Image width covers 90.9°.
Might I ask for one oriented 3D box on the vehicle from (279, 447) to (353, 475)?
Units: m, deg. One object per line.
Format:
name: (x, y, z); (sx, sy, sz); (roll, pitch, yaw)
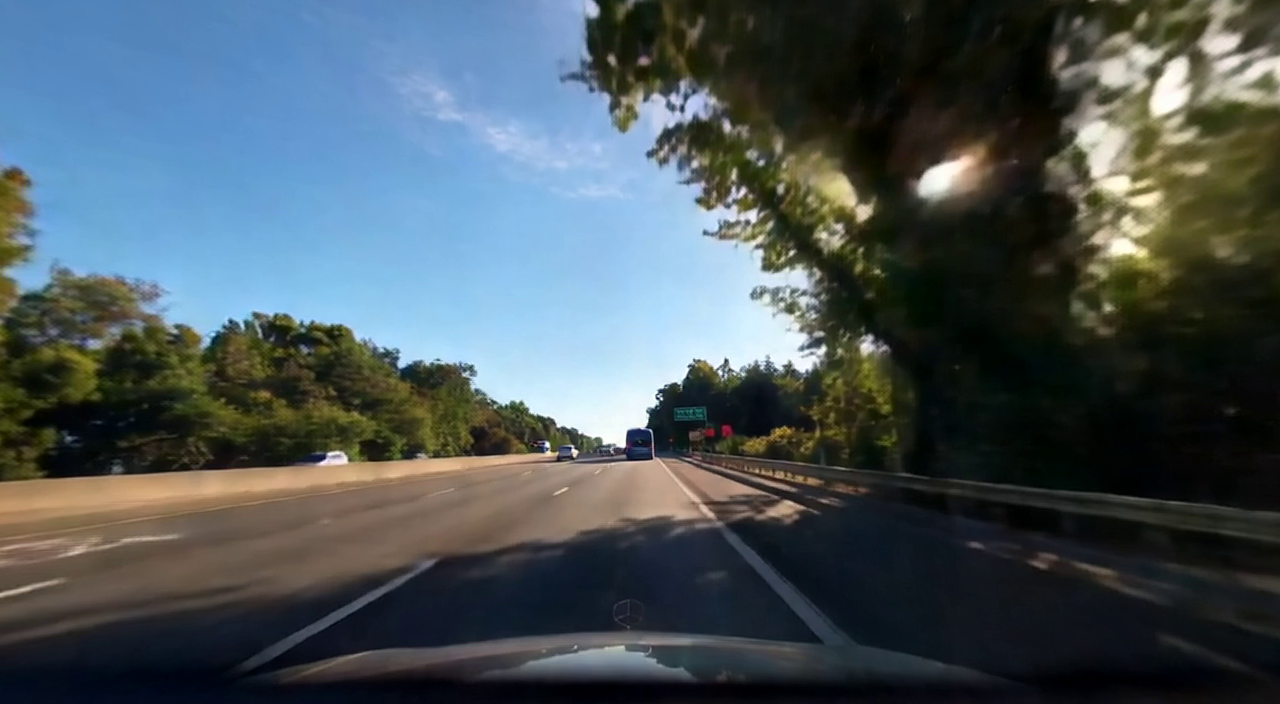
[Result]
vehicle: (-21.796, 7.340, 42.749); (2.017, 1.737, 5.648); (0, -8, 1)
